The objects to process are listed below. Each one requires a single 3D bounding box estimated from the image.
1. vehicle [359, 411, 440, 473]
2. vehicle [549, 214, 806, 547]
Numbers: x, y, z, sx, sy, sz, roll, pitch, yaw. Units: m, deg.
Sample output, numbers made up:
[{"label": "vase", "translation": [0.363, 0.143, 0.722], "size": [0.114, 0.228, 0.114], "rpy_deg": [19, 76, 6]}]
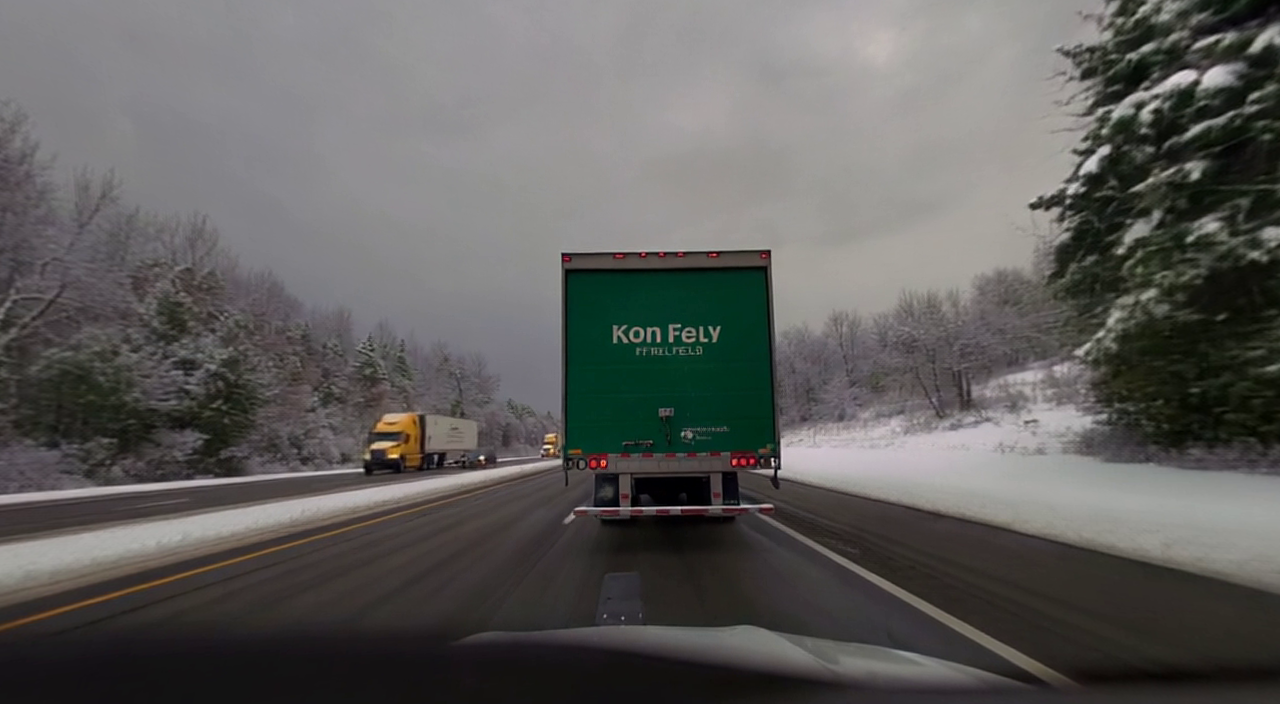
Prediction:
[{"label": "vehicle", "translation": [-16.318, 6.230, 43.221], "size": [3.001, 3.922, 5.958], "rpy_deg": [0, -9, 1]}, {"label": "vehicle", "translation": [0.475, 1.402, 15.359], "size": [3.230, 4.377, 14.405], "rpy_deg": [0, -9, 0]}]
